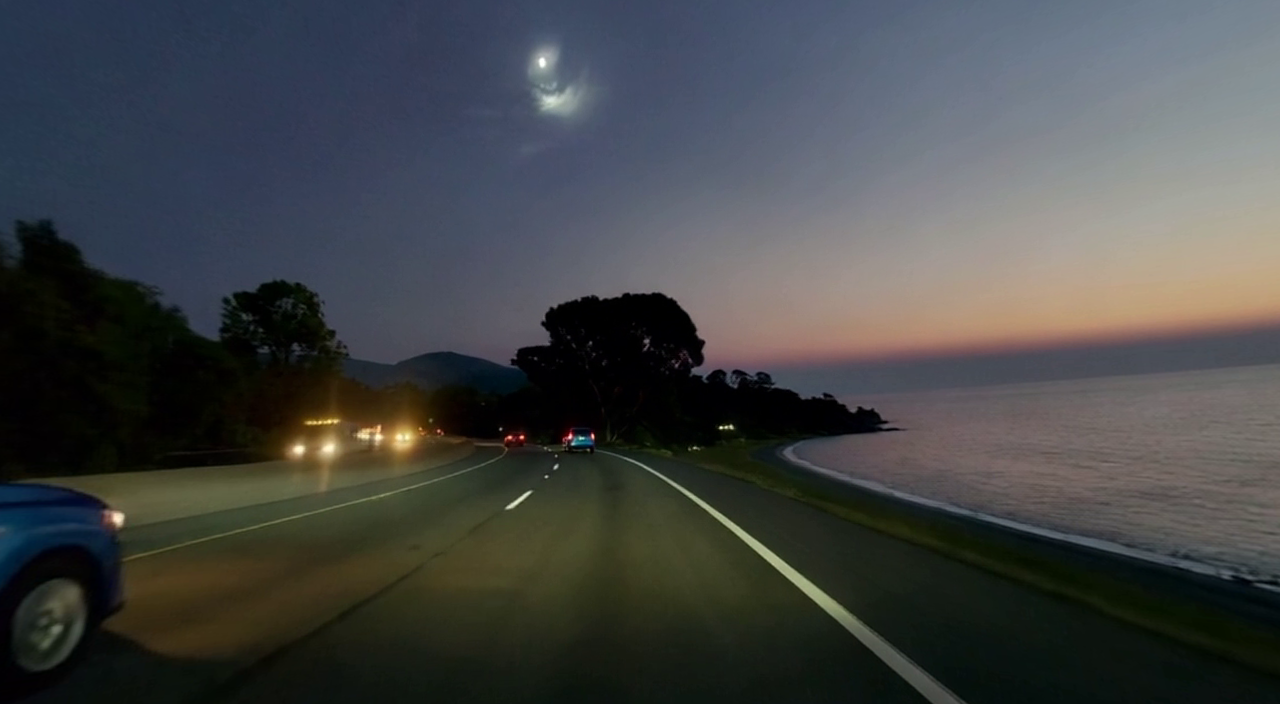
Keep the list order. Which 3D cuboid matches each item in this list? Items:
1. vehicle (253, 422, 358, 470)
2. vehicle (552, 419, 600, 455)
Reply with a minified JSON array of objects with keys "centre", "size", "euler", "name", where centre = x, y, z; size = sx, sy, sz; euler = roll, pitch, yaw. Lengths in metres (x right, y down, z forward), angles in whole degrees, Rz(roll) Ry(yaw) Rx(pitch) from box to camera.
[{"centre":[-17.040,4.834,32.609],"size":[2.661,2.208,6.199],"euler":[1,-8,-7],"name":"vehicle"},{"centre":[-4.286,5.610,41.303],"size":[2.632,2.162,5.529],"euler":[1,-9,-11],"name":"vehicle"}]
